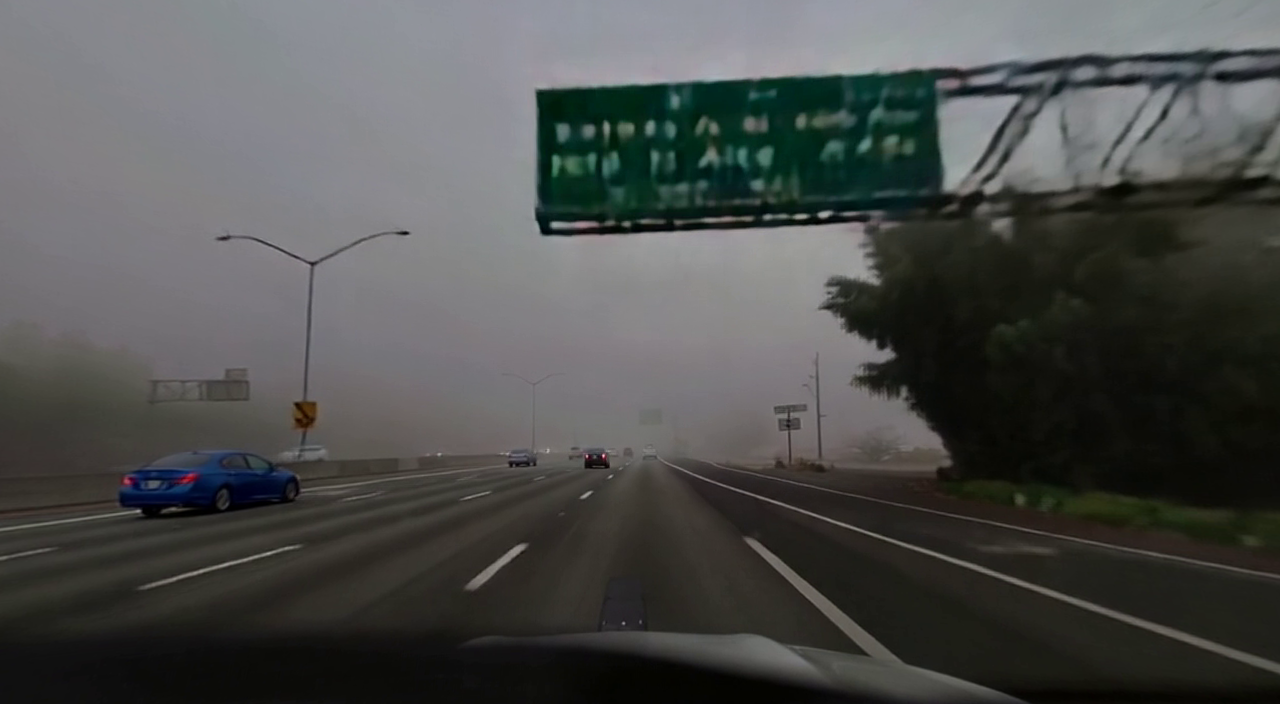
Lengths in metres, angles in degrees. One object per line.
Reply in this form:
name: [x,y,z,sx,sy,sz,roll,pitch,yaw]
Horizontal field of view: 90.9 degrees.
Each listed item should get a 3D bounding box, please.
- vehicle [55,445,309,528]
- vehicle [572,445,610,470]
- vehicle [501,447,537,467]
vehicle: [-9.824,2.862,14.195,2.002,1.526,4.822,0,-8,2]
vehicle: [-3.053,6.693,40.136,2.050,1.479,4.342,0,-8,1]
vehicle: [-9.393,8.160,49.115,1.930,1.490,3.955,0,-8,1]
